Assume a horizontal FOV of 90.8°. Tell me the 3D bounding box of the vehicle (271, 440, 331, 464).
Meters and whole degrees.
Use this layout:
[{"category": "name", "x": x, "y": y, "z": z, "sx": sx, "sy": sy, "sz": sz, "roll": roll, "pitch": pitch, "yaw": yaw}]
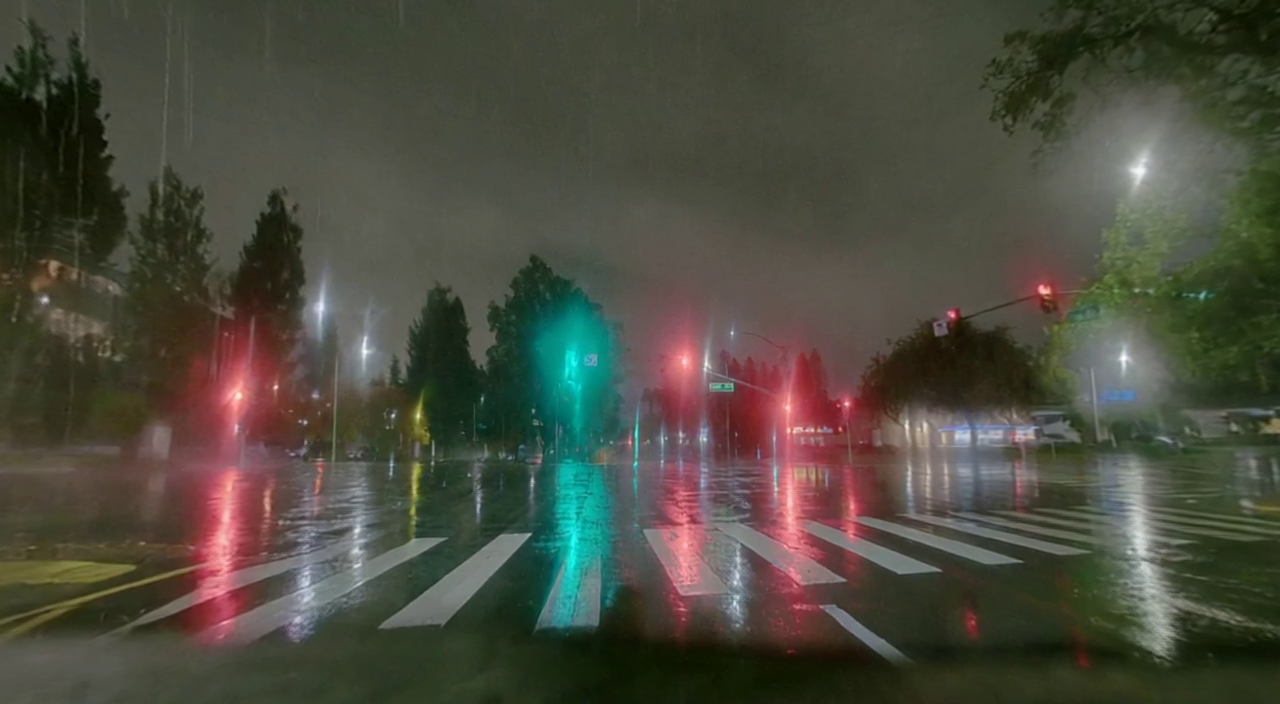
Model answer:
[{"category": "vehicle", "x": -21.880, "y": 6.456, "z": 40.935, "sx": 2.005, "sy": 1.496, "sz": 4.020, "roll": 1, "pitch": -9, "yaw": -6}]
